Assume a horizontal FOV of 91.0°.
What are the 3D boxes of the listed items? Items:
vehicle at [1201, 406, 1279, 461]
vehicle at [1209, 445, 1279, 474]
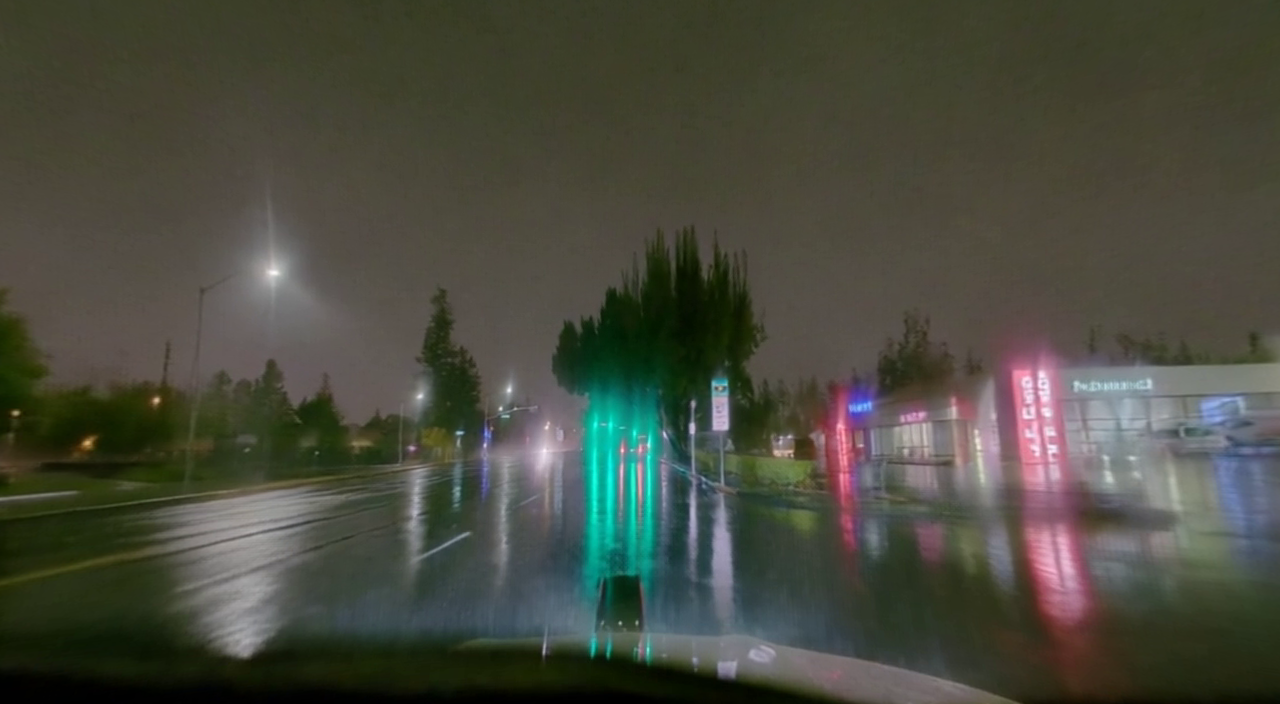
[{"bbox_3d":[47.497,6.168,47.009,8.056,3.948,3.075,1,-10,-2],"label":"vehicle"},{"bbox_3d":[33.282,5.776,34.021,4.411,1.457,2.013,4,-9,-24],"label":"vehicle"}]
